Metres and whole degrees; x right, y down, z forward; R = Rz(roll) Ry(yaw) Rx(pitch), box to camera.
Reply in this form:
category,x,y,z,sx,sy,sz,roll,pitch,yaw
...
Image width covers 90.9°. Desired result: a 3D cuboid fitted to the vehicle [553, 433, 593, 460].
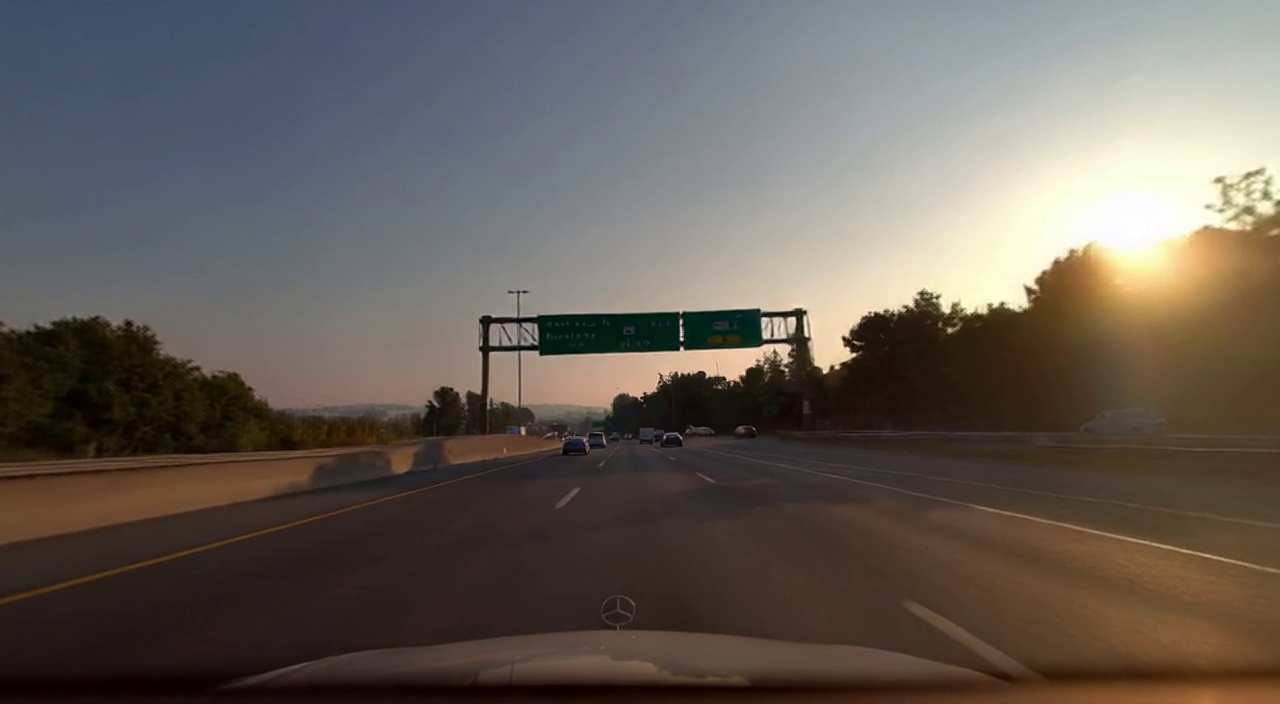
category,x,y,z,sx,sy,sz,roll,pitch,yaw
vehicle,-3.963,5.678,37.982,2.014,1.471,4.380,0,-8,-1

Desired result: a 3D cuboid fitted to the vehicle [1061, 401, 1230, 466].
category,x,y,z,sx,sy,sz,roll,pitch,yaw
vehicle,21.779,3.608,27.670,2.232,2.540,6.015,0,-8,-1

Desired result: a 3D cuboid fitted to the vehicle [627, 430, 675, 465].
category,x,y,z,sx,sy,sz,roll,pitch,yaw
vehicle,0.446,4.545,30.064,2.086,1.554,3.875,0,-8,-2
